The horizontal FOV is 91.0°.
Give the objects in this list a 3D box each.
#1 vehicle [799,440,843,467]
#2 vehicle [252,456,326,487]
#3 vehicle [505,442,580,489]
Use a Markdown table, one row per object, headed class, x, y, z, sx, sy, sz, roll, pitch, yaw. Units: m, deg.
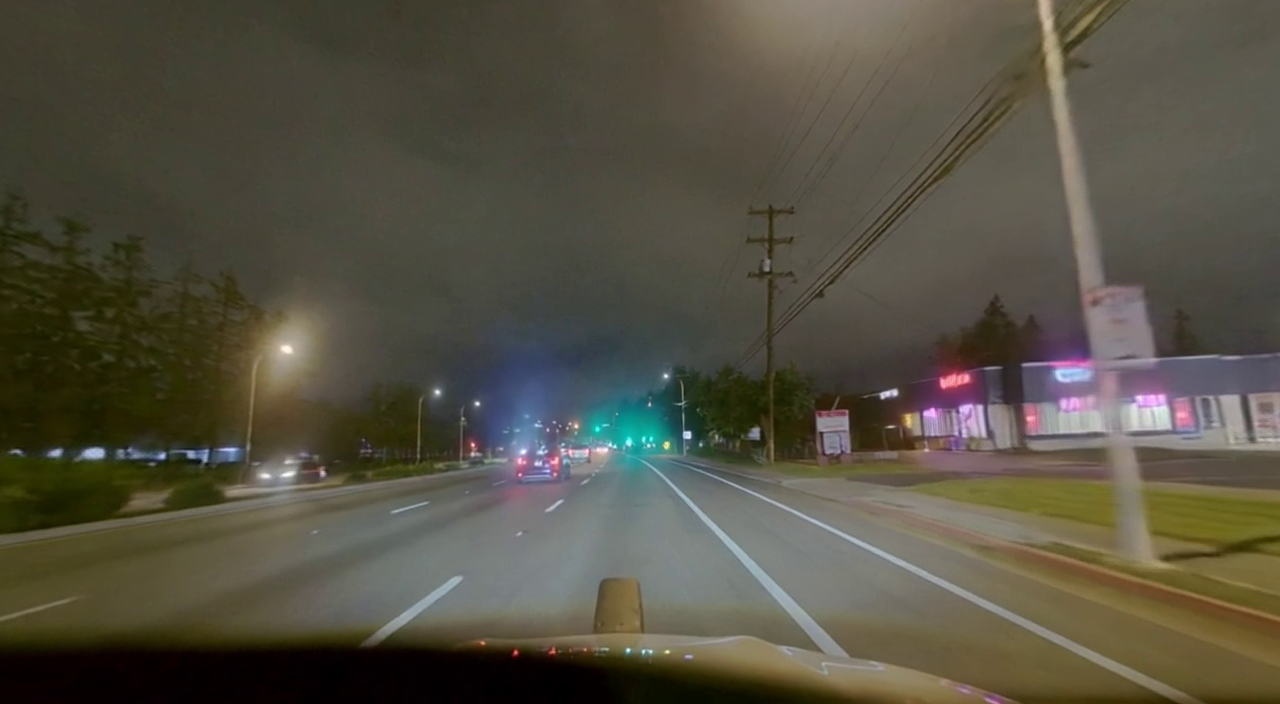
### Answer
| class | x | y | z | sx | sy | sz | roll | pitch | yaw |
| --- | --- | --- | --- | --- | --- | --- | --- | --- | --- |
| vehicle | 12.198 | 6.842 | 42.682 | 1.894 | 1.671 | 4.290 | -1 | -8 | 4 |
| vehicle | -20.167 | 6.855 | 36.396 | 1.925 | 1.554 | 4.271 | 1 | -9 | -3 |
| vehicle | -3.301 | 3.926 | 22.221 | 1.942 | 1.469 | 4.426 | 0 | -8 | 0 |
